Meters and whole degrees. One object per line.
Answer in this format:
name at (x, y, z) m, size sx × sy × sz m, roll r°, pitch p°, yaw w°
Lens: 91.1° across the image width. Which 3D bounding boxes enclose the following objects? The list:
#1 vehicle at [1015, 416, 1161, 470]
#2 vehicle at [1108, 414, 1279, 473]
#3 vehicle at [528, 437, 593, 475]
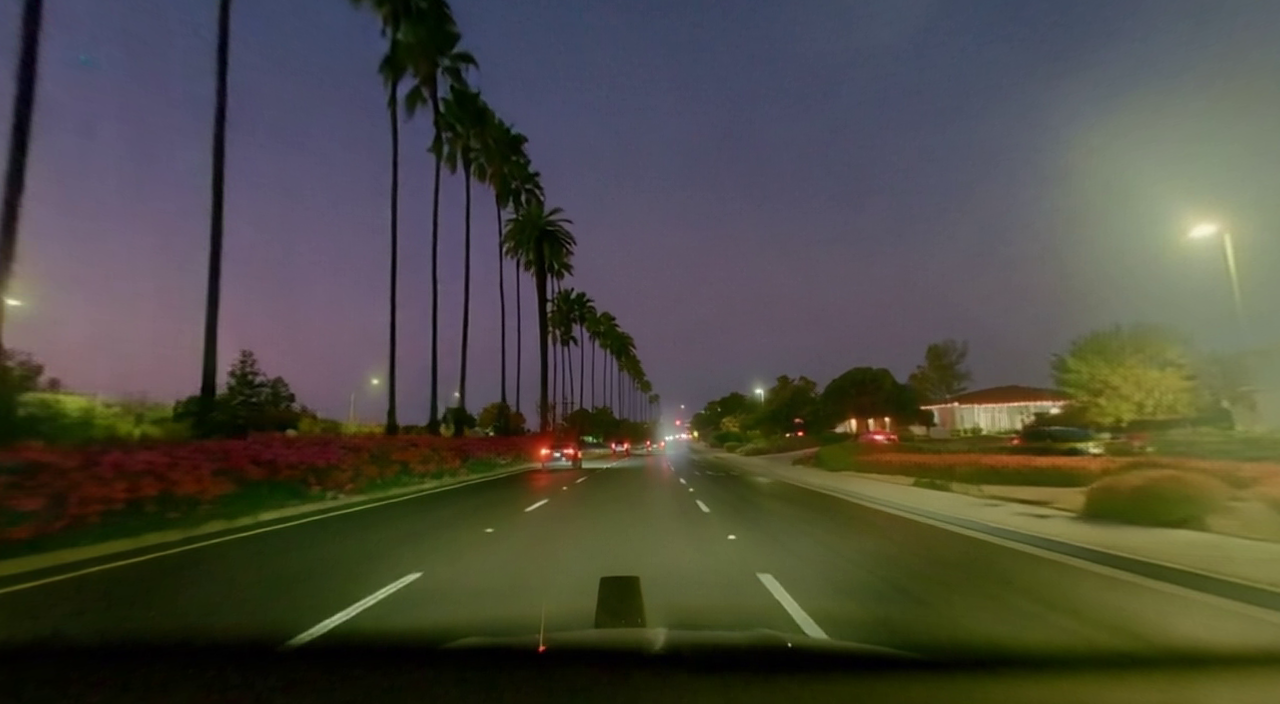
vehicle at (20.489, 4.193, 29.101) m, size 2.624 × 2.088 × 5.064 m, roll -3°, pitch -8°, yaw -6°
vehicle at (21.340, 3.391, 23.193) m, size 2.426 × 1.902 × 6.126 m, roll 3°, pitch -9°, yaw -16°
vehicle at (-3.254, 4.370, 26.637) m, size 2.036 × 1.478 × 4.508 m, roll 0°, pitch -8°, yaw 2°
